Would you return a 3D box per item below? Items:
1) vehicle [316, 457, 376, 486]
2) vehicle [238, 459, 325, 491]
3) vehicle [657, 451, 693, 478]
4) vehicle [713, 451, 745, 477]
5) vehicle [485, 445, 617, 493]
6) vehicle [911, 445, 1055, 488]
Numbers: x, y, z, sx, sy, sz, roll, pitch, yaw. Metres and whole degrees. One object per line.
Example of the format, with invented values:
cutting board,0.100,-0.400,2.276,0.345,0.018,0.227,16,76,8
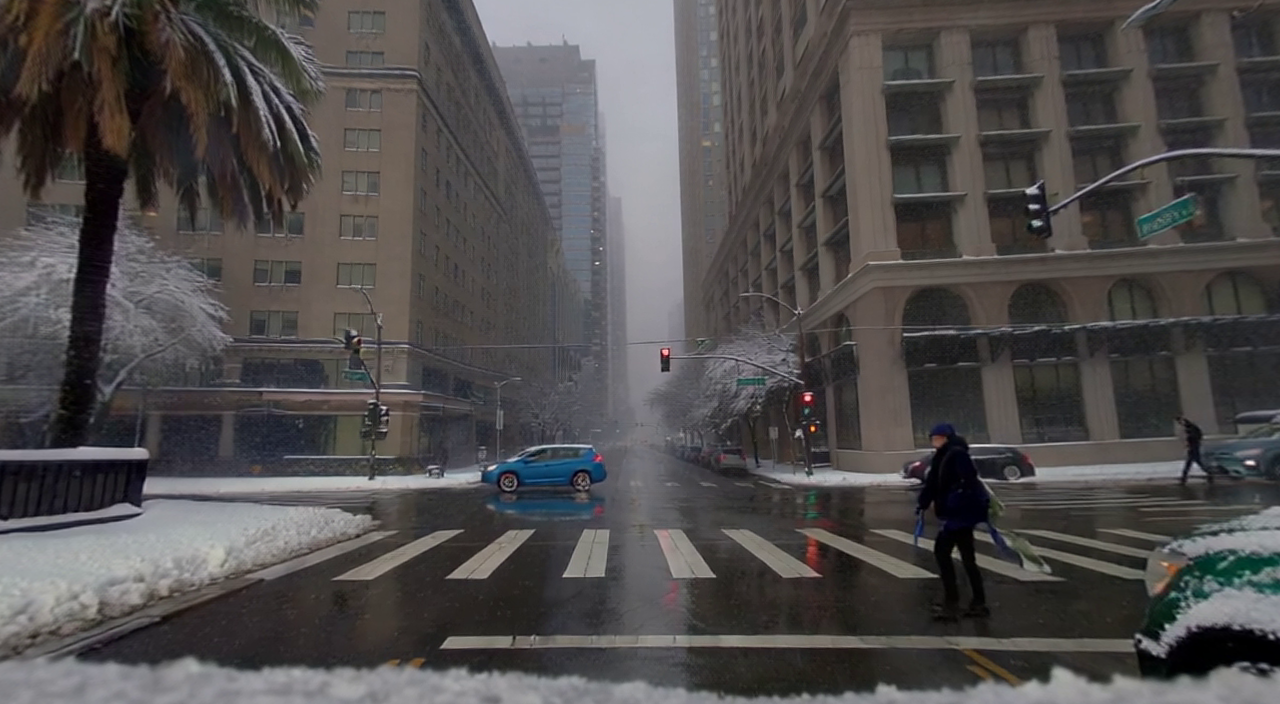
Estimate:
vehicle,-20.077,8.157,43.389,2.043,1.745,4.420,0,-8,-1
vehicle,-19.951,6.860,35.438,2.069,1.540,4.774,0,-8,0
vehicle,2.507,8.228,46.578,2.325,1.810,4.827,0,-8,-1
vehicle,6.386,8.042,45.544,2.176,1.690,4.138,-1,-9,7
vehicle,-3.114,4.173,22.800,4.499,1.594,1.898,0,-9,-4
vehicle,12.854,4.310,23.937,4.273,1.525,2.000,-1,-9,7
